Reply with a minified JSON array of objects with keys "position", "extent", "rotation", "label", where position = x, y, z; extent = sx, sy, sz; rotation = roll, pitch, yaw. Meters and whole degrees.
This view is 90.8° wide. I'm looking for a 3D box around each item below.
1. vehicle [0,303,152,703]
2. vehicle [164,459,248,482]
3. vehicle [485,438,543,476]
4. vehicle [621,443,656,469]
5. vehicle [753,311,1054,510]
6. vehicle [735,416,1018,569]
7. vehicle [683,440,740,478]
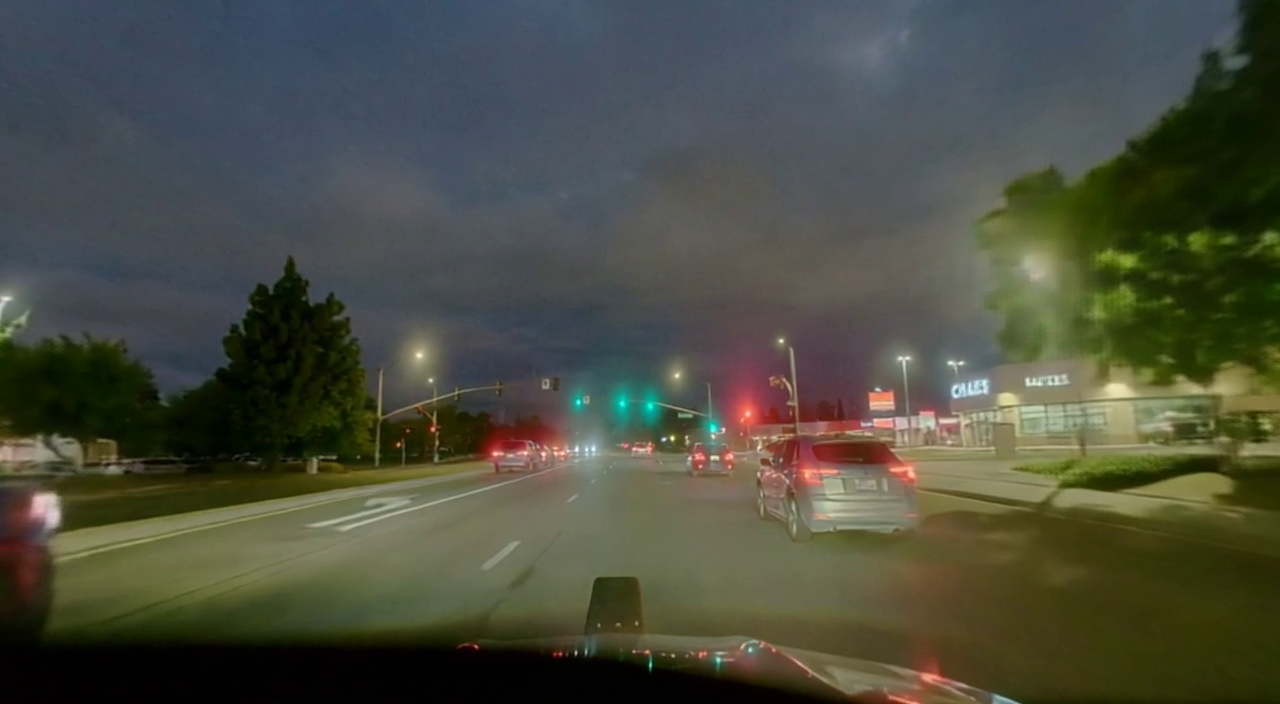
[{"position":[-4.101,0.531,1.280],"extent":[2.368,2.037,5.319],"rotation":[1,-9,-6],"label":"vehicle"},{"position":[-31.408,8.588,45.885],"extent":[4.719,1.481,2.110],"rotation":[4,-9,-27],"label":"vehicle"},{"position":[-6.517,5.468,33.228],"extent":[2.136,1.837,4.669],"rotation":[0,-9,-1],"label":"vehicle"},{"position":[-0.105,6.354,38.745],"extent":[2.008,1.464,4.052],"rotation":[0,-9,-1],"label":"vehicle"},{"position":[6.923,2.400,21.454],"extent":[2.899,4.154,16.592],"rotation":[0,-8,-1],"label":"vehicle"},{"position":[2.875,1.845,9.146],"extent":[2.174,1.596,4.779],"rotation":[0,-9,-1],"label":"vehicle"},{"position":[2.987,4.555,27.088],"extent":[1.842,1.480,4.155],"rotation":[0,-9,-2],"label":"vehicle"}]
